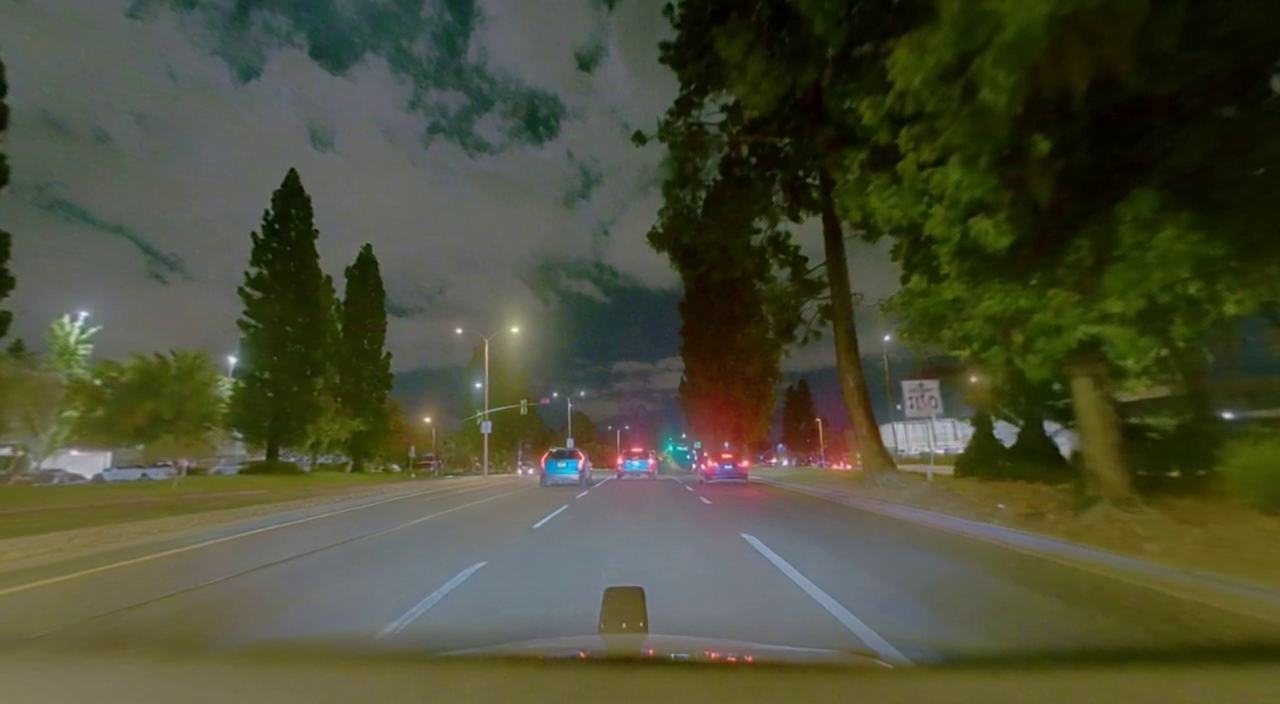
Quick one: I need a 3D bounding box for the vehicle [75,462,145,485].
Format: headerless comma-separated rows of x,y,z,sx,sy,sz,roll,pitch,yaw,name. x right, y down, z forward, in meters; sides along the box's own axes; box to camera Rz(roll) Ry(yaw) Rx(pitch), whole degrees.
-39.543,9.071,47.216,1.750,1.462,4.400,1,-8,-6,vehicle

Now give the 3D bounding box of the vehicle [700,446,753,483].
3.932,5.172,29.364,1.847,1.554,4.052,0,-8,-1,vehicle

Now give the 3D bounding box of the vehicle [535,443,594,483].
-3.383,5.082,29.217,2.047,1.710,4.314,0,-8,2,vehicle

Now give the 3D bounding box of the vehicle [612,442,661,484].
-0.094,4.832,27.793,2.022,1.700,4.084,0,-8,1,vehicle
